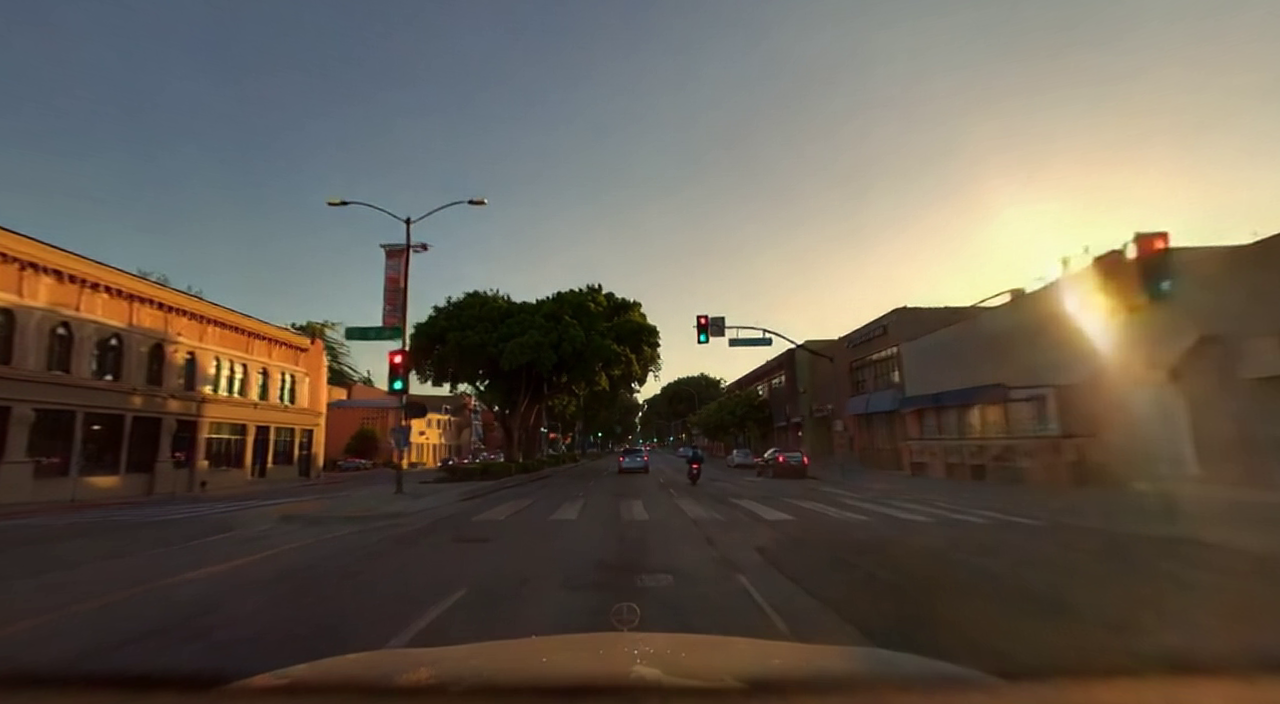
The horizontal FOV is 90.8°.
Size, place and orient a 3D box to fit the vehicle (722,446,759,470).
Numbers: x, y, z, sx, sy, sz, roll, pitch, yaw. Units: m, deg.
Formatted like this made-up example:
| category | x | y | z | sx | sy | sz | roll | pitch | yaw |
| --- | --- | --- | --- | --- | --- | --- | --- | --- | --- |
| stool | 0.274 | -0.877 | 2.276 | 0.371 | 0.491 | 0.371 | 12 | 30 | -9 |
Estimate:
| category | x | y | z | sx | sy | sz | roll | pitch | yaw |
| --- | --- | --- | --- | --- | --- | --- | --- | --- | --- |
| vehicle | 6.878 | 7.257 | 43.471 | 1.785 | 1.586 | 3.896 | 0 | -8 | -2 |

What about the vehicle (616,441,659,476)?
| category | x | y | z | sx | sy | sz | roll | pitch | yaw |
| --- | --- | --- | --- | --- | --- | --- | --- | --- | --- |
| vehicle | -0.188 | 5.785 | 34.734 | 2.223 | 1.775 | 4.250 | 0 | -8 | -2 |

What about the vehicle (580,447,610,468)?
| category | x | y | z | sx | sy | sz | roll | pitch | yaw |
| --- | --- | --- | --- | --- | --- | --- | --- | --- | --- |
| vehicle | -3.435 | 8.099 | 48.589 | 2.014 | 1.470 | 4.552 | 0 | -8 | -1 |

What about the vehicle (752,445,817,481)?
| category | x | y | z | sx | sy | sz | roll | pitch | yaw |
| --- | --- | --- | --- | --- | --- | --- | --- | --- | --- |
| vehicle | 6.780 | 5.234 | 30.153 | 2.069 | 1.590 | 4.066 | 0 | -8 | -1 |
